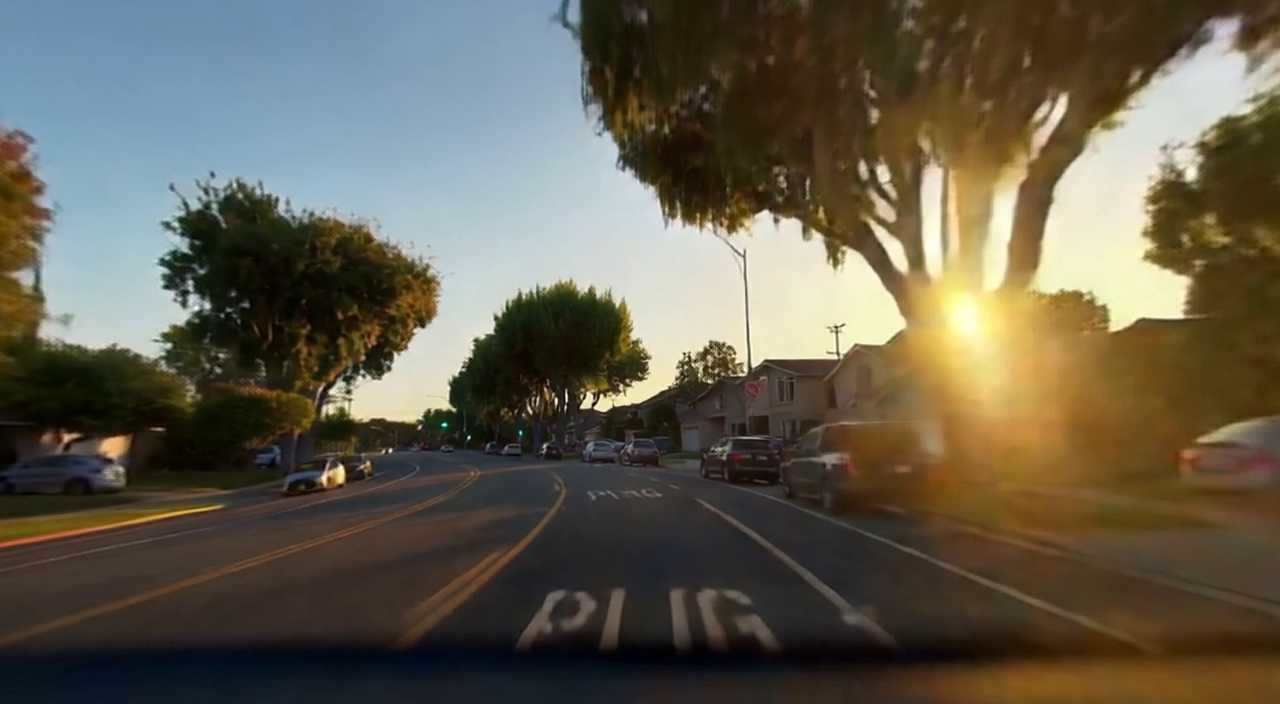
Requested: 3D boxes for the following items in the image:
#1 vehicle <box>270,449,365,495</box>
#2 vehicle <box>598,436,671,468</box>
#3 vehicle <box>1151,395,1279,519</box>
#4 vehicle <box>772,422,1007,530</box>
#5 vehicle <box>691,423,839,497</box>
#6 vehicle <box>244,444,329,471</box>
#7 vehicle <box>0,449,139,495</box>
[{"bbox_3d":[-13.424,4.960,26.532,2.292,1.499,4.661,-4,-7,-11],"label":"vehicle"},{"bbox_3d":[-0.543,6.219,39.274,2.723,1.785,7.174,2,-9,-16],"label":"vehicle"},{"bbox_3d":[11.746,1.529,10.360,4.882,1.766,2.040,-4,-8,-4],"label":"vehicle"},{"bbox_3d":[4.802,2.490,13.594,1.954,1.732,6.409,1,-8,-6],"label":"vehicle"},{"bbox_3d":[3.746,3.435,20.644,2.402,1.889,6.910,5,-9,-9],"label":"vehicle"},{"bbox_3d":[-24.466,7.292,43.676,4.483,1.730,2.437,0,-8,5],"label":"vehicle"},{"bbox_3d":[-20.965,4.311,23.067,1.942,1.464,4.537,2,-9,-9],"label":"vehicle"}]
